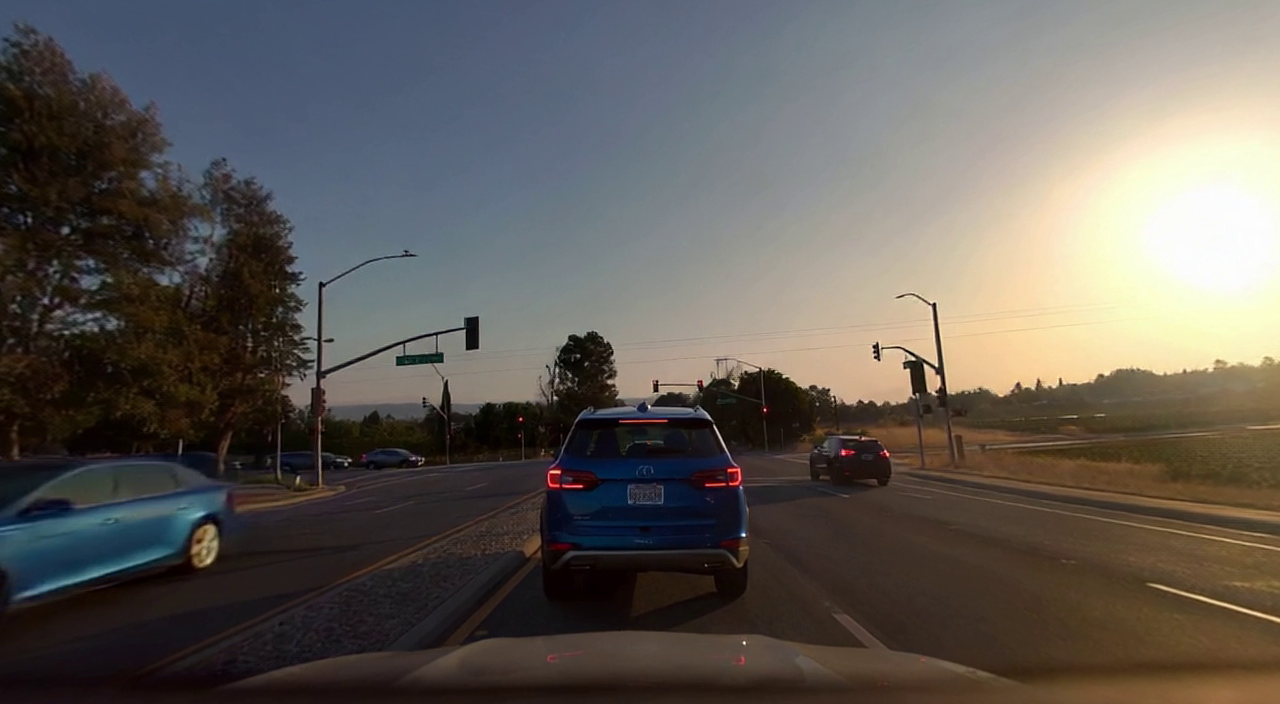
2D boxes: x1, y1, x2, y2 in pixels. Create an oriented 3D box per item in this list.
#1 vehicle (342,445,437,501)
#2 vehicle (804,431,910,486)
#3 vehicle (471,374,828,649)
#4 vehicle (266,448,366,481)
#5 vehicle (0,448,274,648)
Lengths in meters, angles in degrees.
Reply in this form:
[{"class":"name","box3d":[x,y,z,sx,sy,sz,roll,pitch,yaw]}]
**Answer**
[{"class":"vehicle","box3d":[-8.224,3.955,21.177,2.192,1.606,4.510,2,-8,-12]},{"class":"vehicle","box3d":[7.105,3.528,21.212,2.012,1.636,4.352,0,-8,0]},{"class":"vehicle","box3d":[0.049,1.330,6.225,2.298,1.770,4.138,0,-8,0]},{"class":"vehicle","box3d":[-17.547,6.066,34.190,4.608,1.680,2.026,-3,-9,16]},{"class":"vehicle","box3d":[-6.114,1.700,6.119,2.425,1.480,4.707,0,-8,-2]}]
